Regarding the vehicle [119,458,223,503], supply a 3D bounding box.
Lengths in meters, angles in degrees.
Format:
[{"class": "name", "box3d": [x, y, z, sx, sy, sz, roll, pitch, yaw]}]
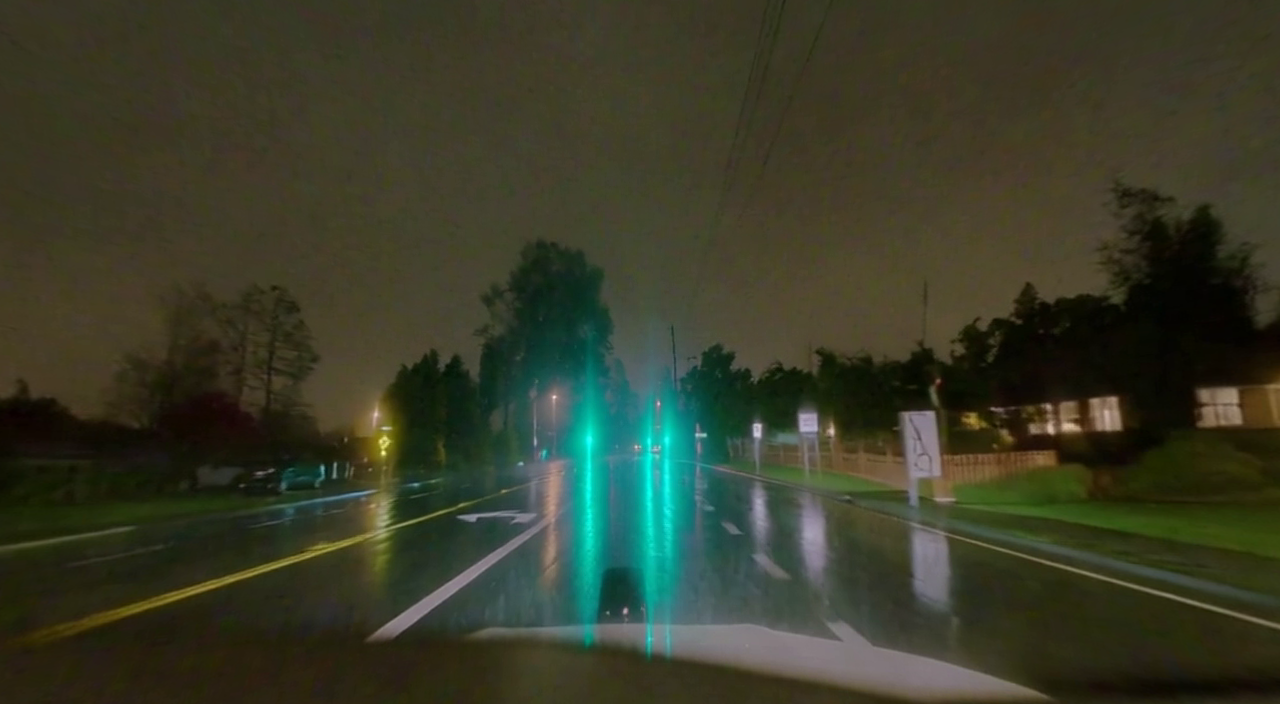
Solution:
[{"class": "vehicle", "box3d": [-19.317, 5.265, 26.178, 2.012, 1.572, 3.830, 1, -9, -13]}]

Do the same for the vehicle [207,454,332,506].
[{"class": "vehicle", "box3d": [-14.291, 4.921, 24.685, 2.199, 1.592, 4.492, -4, -8, 1]}]
